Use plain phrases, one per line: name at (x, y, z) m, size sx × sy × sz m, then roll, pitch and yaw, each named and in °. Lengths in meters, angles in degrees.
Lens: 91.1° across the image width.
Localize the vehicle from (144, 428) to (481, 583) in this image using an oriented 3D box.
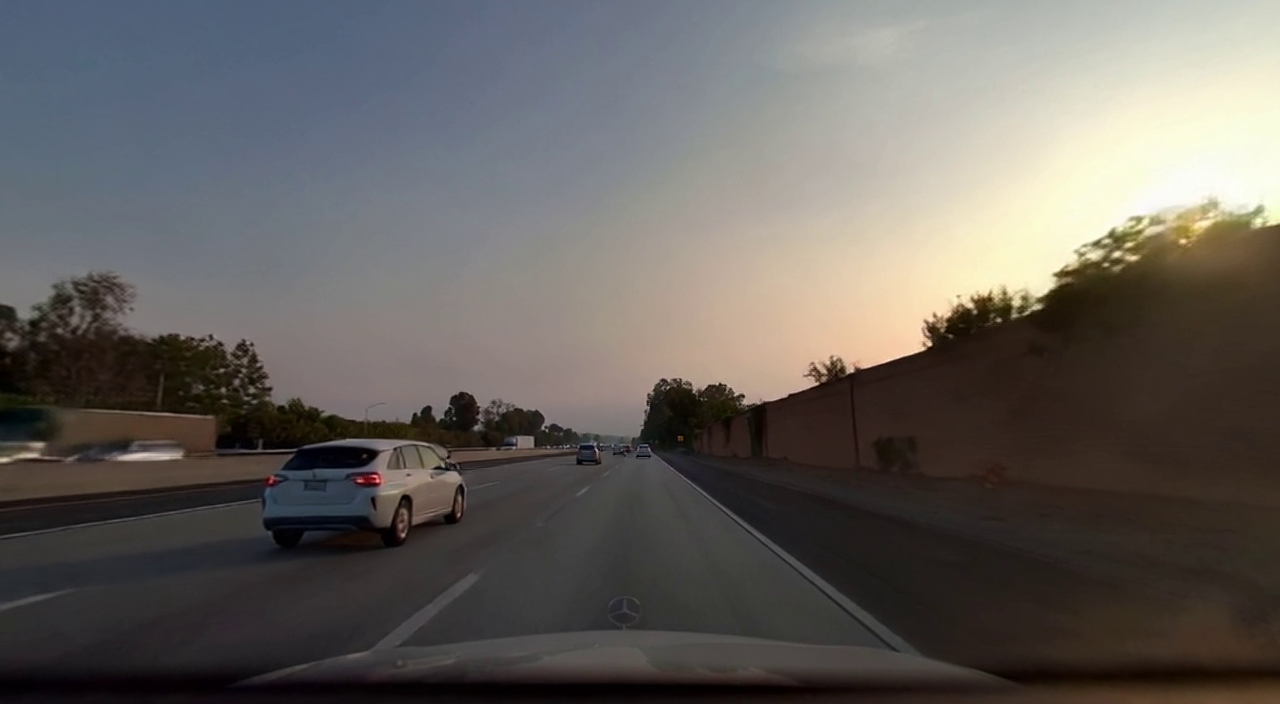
vehicle at (-3.814, 1.858, 8.581) m, size 1.945 × 1.484 × 4.803 m, roll 0°, pitch -9°, yaw 1°

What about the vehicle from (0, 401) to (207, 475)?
vehicle at (-28.463, 4.505, 32.363) m, size 2.810 × 3.115 × 13.379 m, roll 0°, pitch -9°, yaw 0°

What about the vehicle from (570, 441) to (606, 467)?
vehicle at (-3.570, 7.111, 43.914) m, size 2.036 × 1.636 × 4.511 m, roll 0°, pitch -9°, yaw 1°
